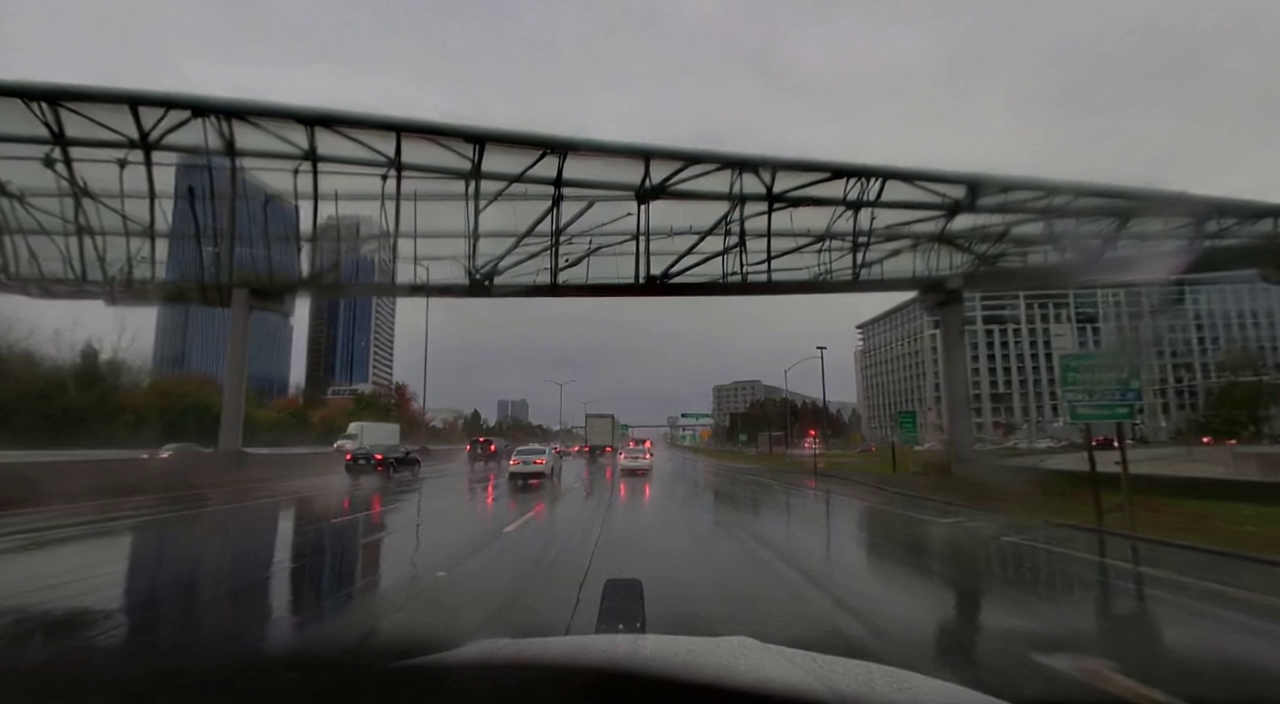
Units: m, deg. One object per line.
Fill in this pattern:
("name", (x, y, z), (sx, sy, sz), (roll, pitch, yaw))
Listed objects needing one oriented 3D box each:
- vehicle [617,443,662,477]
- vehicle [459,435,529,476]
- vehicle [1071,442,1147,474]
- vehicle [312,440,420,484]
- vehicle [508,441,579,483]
("vehicle", (-0.045, 5.084, 29.979), (1.991, 1.488, 3.922), (0, -9, 0))
("vehicle", (-6.910, 4.954, 30.376), (2.190, 1.821, 4.800), (0, -9, 1))
("vehicle", (24.580, 5.545, 33.186), (2.059, 1.507, 4.352), (-3, -9, 21))
("vehicle", (-10.450, 4.220, 24.481), (1.987, 1.495, 4.710), (0, -9, 1))
("vehicle", (-3.694, 4.306, 24.906), (2.016, 1.497, 4.235), (0, -9, 1))
